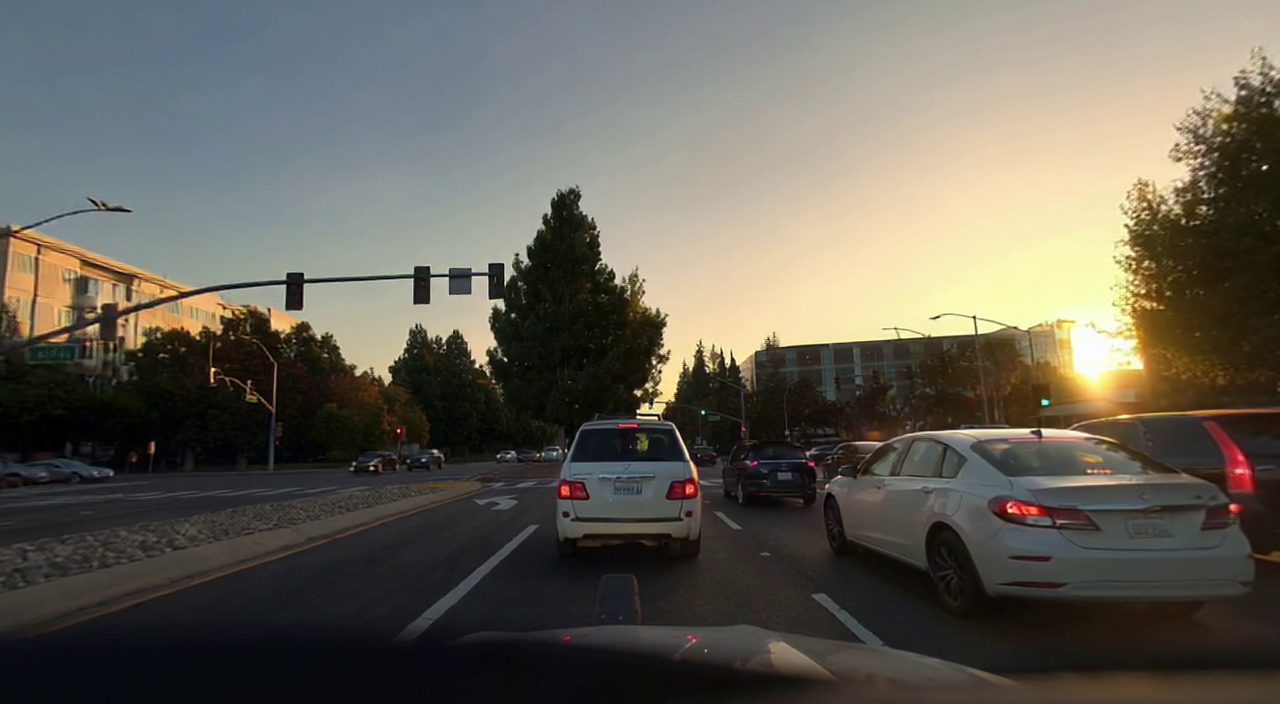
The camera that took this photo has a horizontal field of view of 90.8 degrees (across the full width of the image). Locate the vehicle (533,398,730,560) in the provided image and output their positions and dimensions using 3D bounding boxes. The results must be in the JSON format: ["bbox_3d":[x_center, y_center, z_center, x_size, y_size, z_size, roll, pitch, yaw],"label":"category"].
[{"bbox_3d":[-0.153,1.769,9.428,2.236,1.827,4.316,0,-9,-2],"label":"vehicle"}]

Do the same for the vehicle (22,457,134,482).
[{"bbox_3d":[-35.102,7.364,39.605,4.845,1.442,1.880,2,-9,-13],"label":"vehicle"}]

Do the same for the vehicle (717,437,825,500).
[{"bbox_3d":[3.505,3.195,17.742,2.004,1.523,4.263,0,-9,-2],"label":"vehicle"}]

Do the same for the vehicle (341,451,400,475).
[{"bbox_3d":[-17.483,7.199,41.204,1.836,1.468,4.449,0,-9,0],"label":"vehicle"}]

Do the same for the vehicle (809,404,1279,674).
[{"bbox_3d":[3.374,1.450,6.151,2.034,1.558,4.774,0,-9,-1],"label":"vehicle"}]
